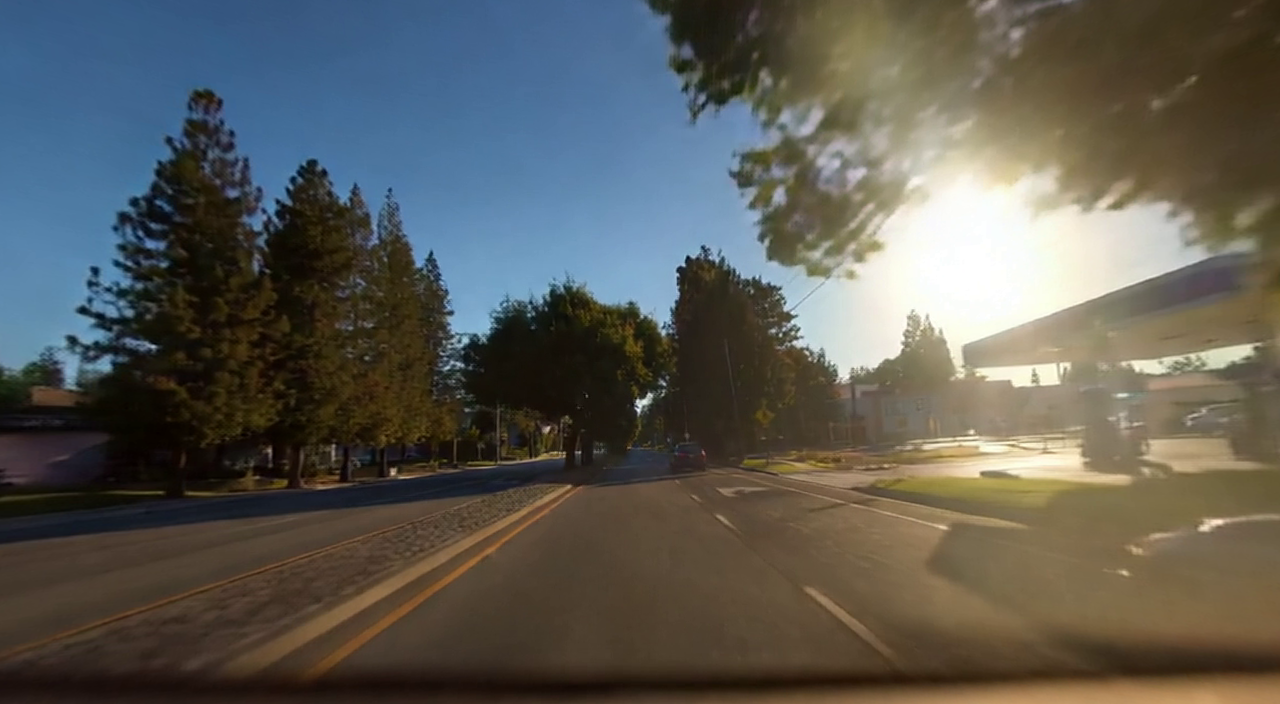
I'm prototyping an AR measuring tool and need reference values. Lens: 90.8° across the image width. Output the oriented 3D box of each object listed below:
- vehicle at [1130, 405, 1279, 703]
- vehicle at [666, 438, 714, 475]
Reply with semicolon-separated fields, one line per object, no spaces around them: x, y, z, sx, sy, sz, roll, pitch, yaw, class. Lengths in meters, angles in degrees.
3.529;0.718;0.972;2.061;1.475;4.296;0;-9;0;vehicle
2.653;5.748;34.954;2.115;1.840;4.777;0;-9;-2;vehicle
